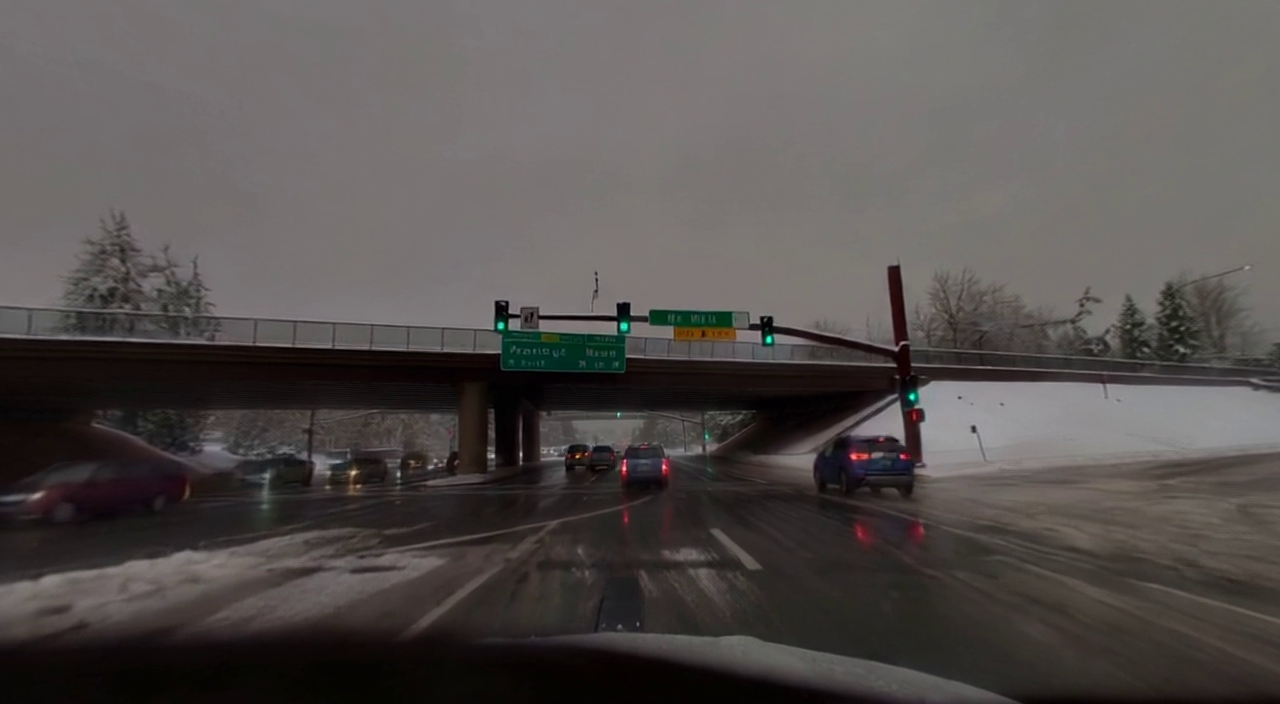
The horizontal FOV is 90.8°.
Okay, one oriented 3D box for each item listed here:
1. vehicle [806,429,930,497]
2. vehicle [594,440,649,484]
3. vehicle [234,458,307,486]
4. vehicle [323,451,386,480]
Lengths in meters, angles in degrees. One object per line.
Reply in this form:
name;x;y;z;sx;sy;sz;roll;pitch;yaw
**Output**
vehicle;6.683;3.286;19.114;2.074;1.785;4.320;0;-8;-1
vehicle;-0.708;4.821;28.006;2.060;1.768;4.681;-1;-8;3
vehicle;-23.249;7.525;39.996;1.849;1.539;4.665;0;-8;-1
vehicle;-19.255;7.632;42.832;1.990;1.789;4.973;0;-8;-1
